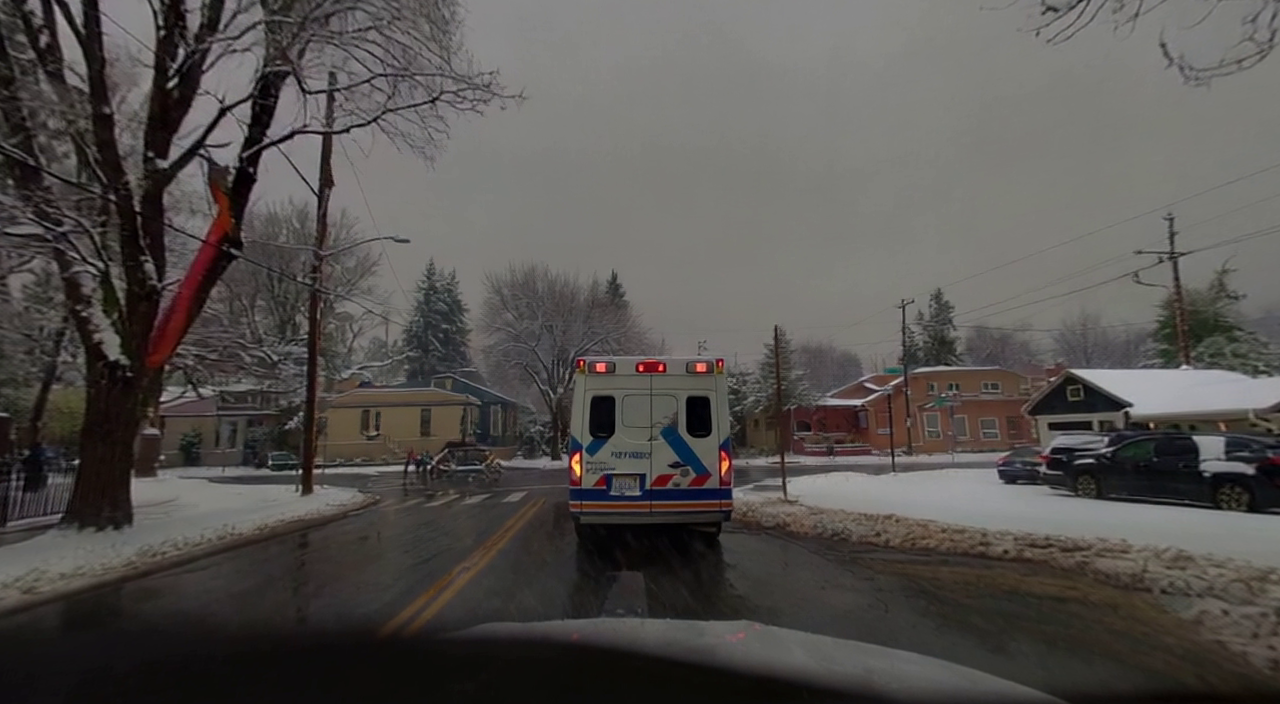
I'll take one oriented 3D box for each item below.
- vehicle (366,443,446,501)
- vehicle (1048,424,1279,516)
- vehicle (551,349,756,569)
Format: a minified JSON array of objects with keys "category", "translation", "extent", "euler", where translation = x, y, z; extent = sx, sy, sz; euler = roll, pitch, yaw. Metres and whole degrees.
[{"category":"vehicle","translation":[-8.385,4.132,22.351],"extent":[2.290,1.776,4.947],"euler":[3,-9,-23]},{"category":"vehicle","translation":[13.237,2.766,15.061],"extent":[5.270,1.966,2.329],"euler":[-2,-9,11]},{"category":"vehicle","translation":[0.158,1.681,10.440],"extent":[2.444,2.640,5.482],"euler":[0,-8,0]}]
